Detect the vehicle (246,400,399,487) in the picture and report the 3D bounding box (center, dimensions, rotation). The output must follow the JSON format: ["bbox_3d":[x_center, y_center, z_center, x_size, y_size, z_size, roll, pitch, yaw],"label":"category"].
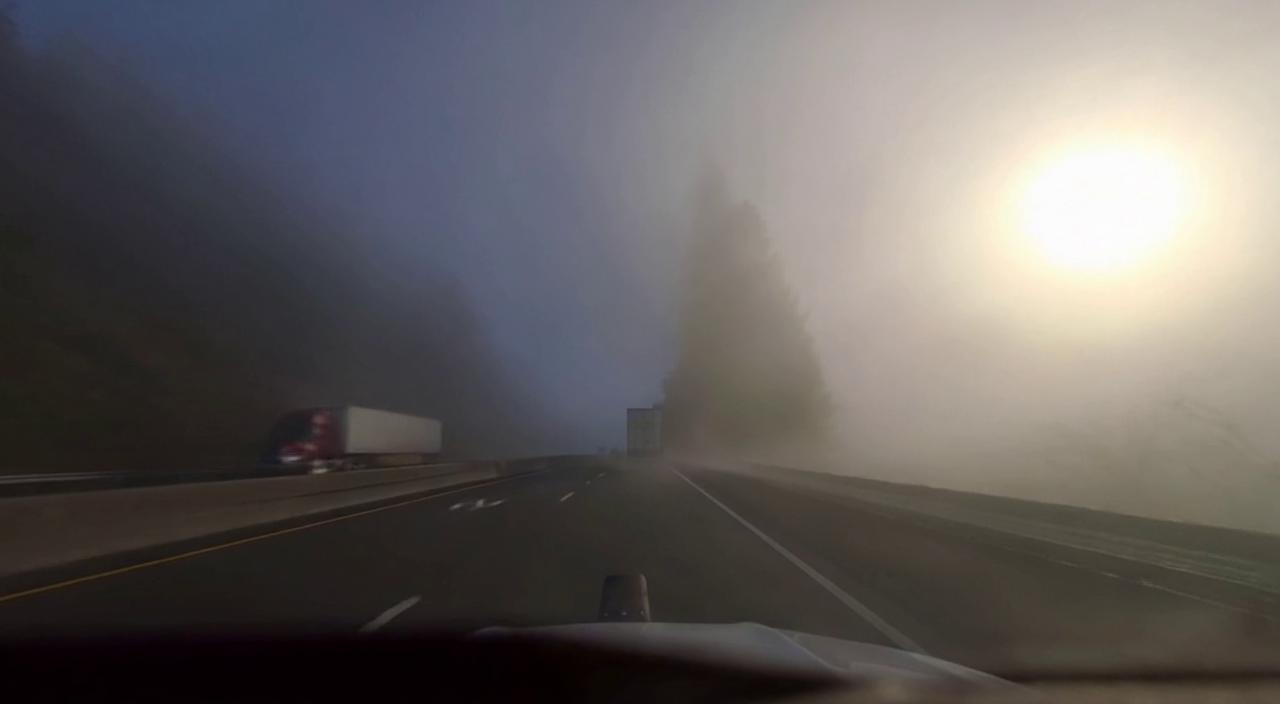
[{"bbox_3d":[-16.859,5.088,34.751,2.940,4.033,10.221,0,-9,1],"label":"vehicle"}]

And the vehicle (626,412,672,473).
[{"bbox_3d":[0.591,6.772,46.706,3.024,3.965,10.399,0,-9,0],"label":"vehicle"}]
